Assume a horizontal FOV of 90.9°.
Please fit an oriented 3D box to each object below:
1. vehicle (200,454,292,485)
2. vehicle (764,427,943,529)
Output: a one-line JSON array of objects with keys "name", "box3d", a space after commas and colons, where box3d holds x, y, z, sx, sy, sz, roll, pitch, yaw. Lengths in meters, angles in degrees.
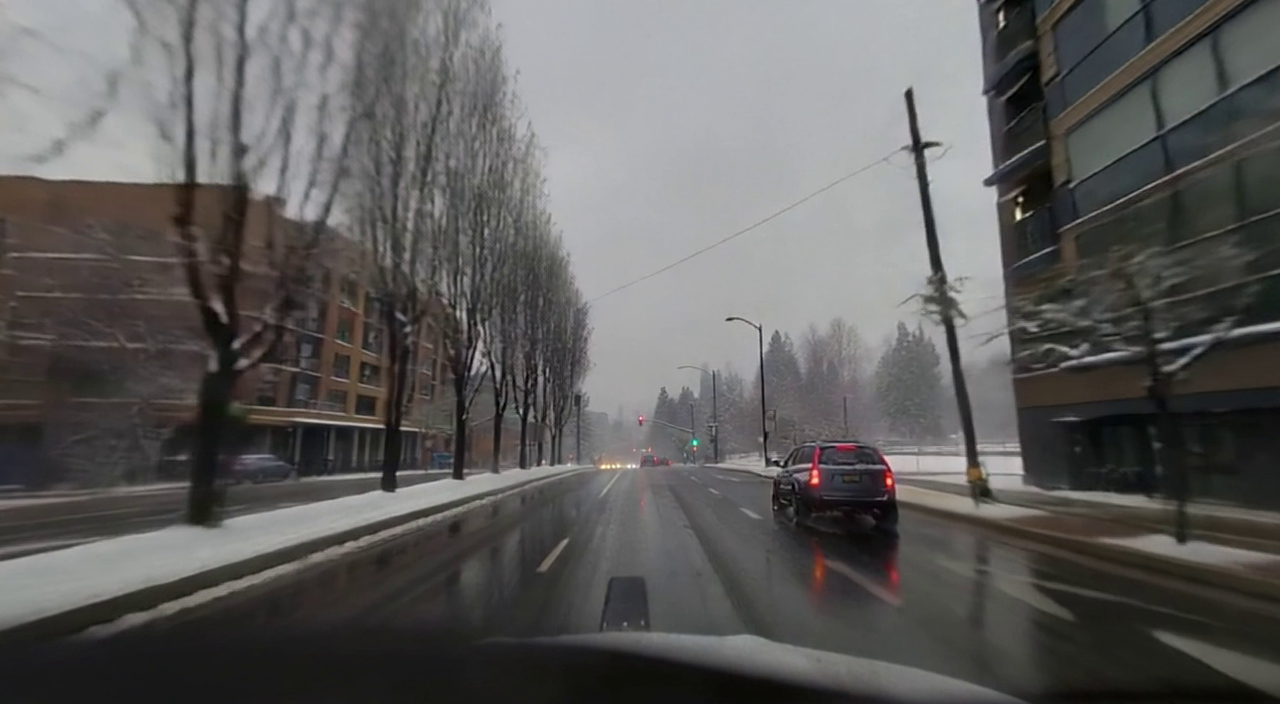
[{"name": "vehicle", "box3d": [-21.259, 6.325, 34.279, 1.864, 1.468, 4.770, 0, -9, 1]}, {"name": "vehicle", "box3d": [3.727, 2.268, 11.880, 1.949, 1.583, 3.996, 0, -9, 0]}]
